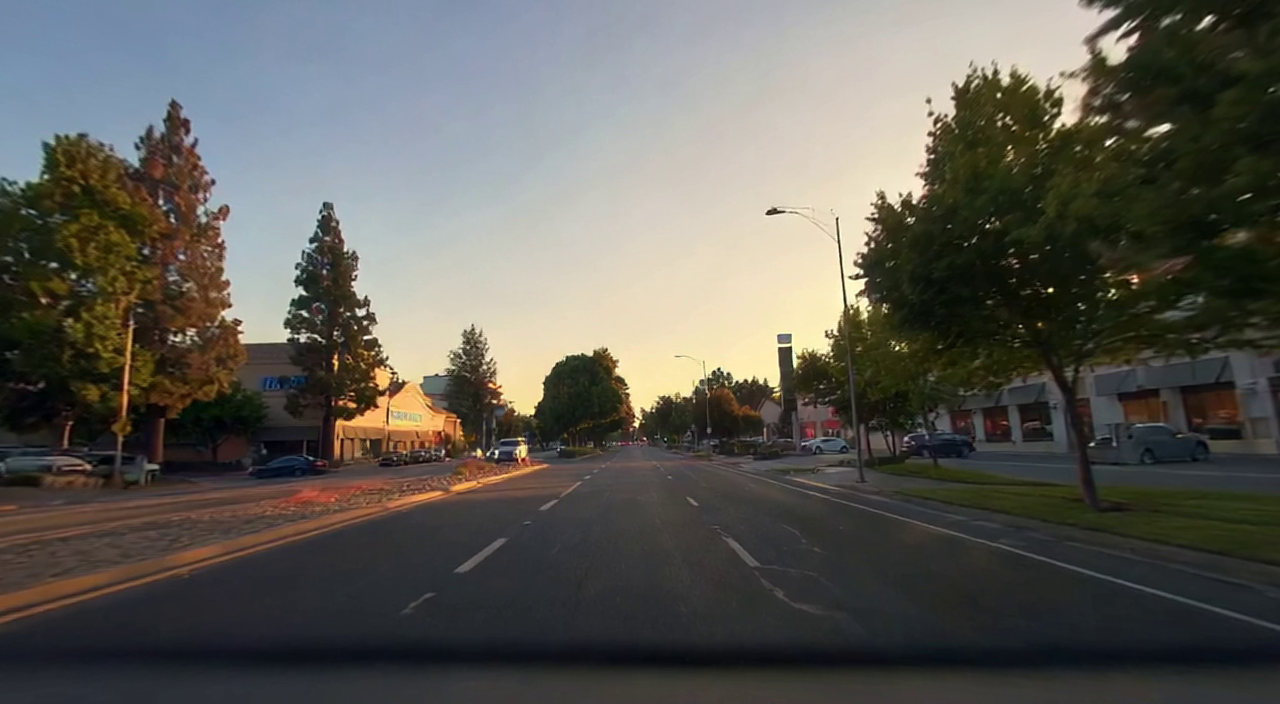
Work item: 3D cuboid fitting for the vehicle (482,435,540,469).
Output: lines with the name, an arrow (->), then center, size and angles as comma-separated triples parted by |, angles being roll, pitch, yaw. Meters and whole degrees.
vehicle -> -7.826, 6.106, 38.917 | 2.452, 1.905, 6.188 | 0, -8, -2

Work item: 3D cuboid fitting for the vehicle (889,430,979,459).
vehicle -> 16.663, 5.233, 35.781 | 4.647, 1.514, 1.891 | 4, -9, -23

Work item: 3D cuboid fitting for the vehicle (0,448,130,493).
vehicle -> -30.451, 6.152, 33.288 | 2.271, 1.965, 5.778 | -3, -7, 0

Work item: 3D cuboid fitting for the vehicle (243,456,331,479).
vehicle -> -23.270, 7.617, 41.770 | 4.578, 1.448, 1.904 | 0, -8, -2
